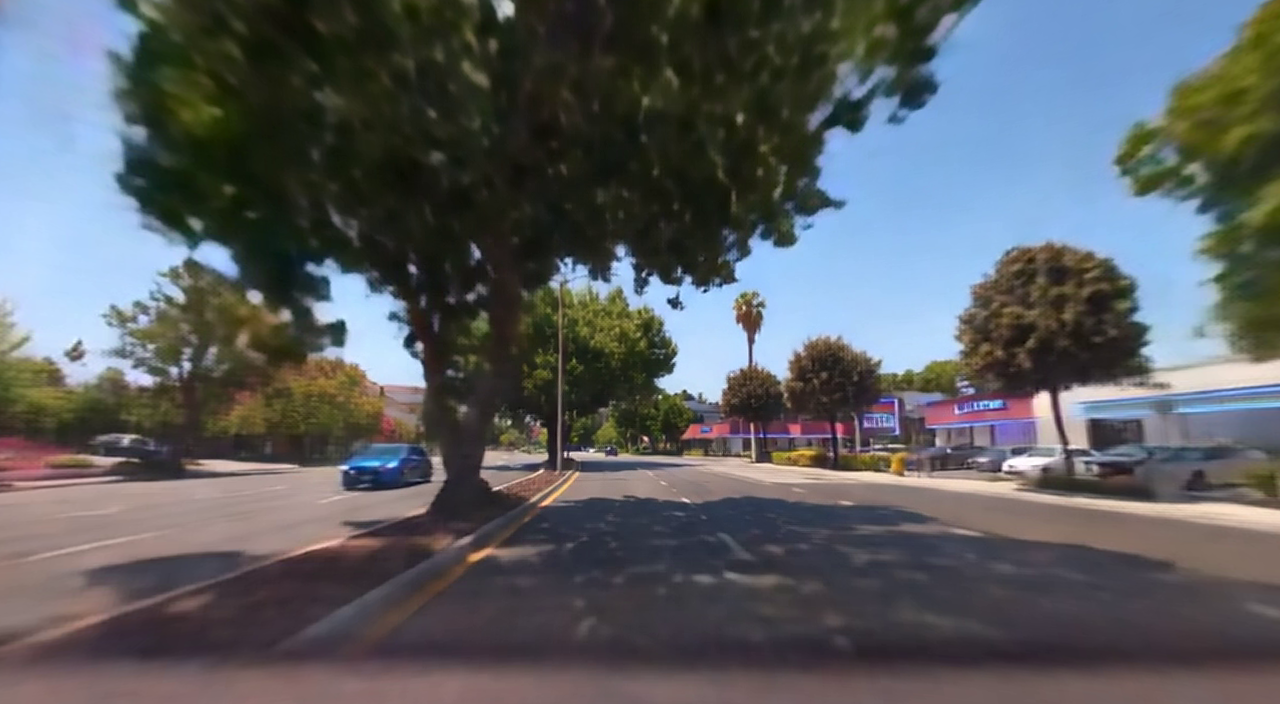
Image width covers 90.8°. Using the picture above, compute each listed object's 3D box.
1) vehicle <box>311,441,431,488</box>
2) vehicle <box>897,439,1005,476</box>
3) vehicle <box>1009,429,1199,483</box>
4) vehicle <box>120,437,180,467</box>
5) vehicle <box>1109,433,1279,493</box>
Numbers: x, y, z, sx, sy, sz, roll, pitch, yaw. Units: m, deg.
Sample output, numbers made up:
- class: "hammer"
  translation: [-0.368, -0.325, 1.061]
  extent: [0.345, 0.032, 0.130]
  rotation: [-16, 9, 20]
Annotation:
- class: "vehicle"
  translation: [-9.266, 3.917, 22.269]
  extent: [2.094, 1.485, 4.446]
  rotation: [-1, -9, 3]
- class: "vehicle"
  translation: [16.389, 5.564, 33.463]
  extent: [4.660, 1.814, 2.099]
  rotation: [1, -9, -9]
- class: "vehicle"
  translation: [16.456, 3.710, 22.641]
  extent: [4.919, 1.785, 2.460]
  rotation: [1, -9, -4]
- class: "vehicle"
  translation: [-32.603, 6.683, 42.206]
  extent: [2.072, 1.840, 5.198]
  rotation: [4, -10, -26]
- class: "vehicle"
  translation: [17.731, 3.485, 19.703]
  extent: [4.481, 1.685, 2.195]
  rotation: [1, -10, -3]
